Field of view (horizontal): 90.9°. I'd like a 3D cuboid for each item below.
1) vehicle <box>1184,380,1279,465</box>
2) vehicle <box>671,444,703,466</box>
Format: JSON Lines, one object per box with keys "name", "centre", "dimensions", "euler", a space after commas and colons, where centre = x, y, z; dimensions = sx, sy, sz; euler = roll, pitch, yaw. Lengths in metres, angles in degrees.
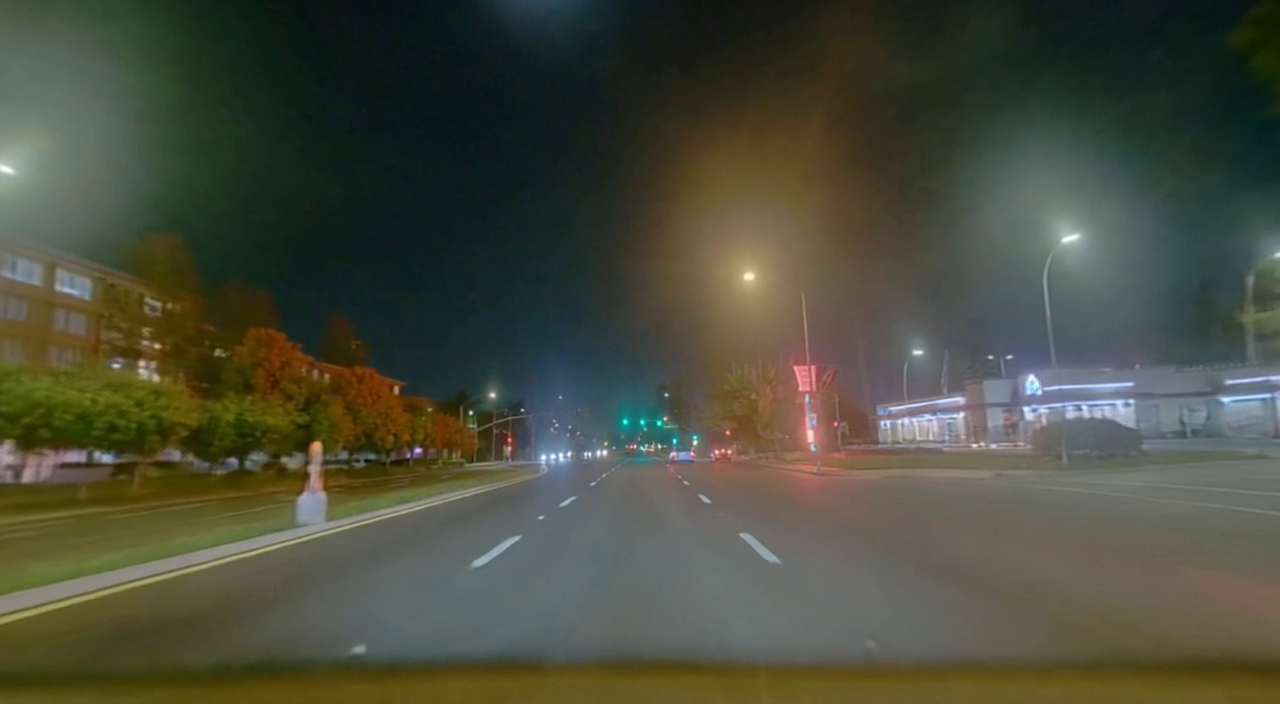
{"name": "vehicle", "centre": [30.317, 3.429, 29.988], "dimensions": [8.374, 3.650, 2.884], "euler": [3, -9, -22]}
{"name": "vehicle", "centre": [3.404, 7.575, 46.534], "dimensions": [2.057, 1.470, 4.454], "euler": [0, -9, 0]}
